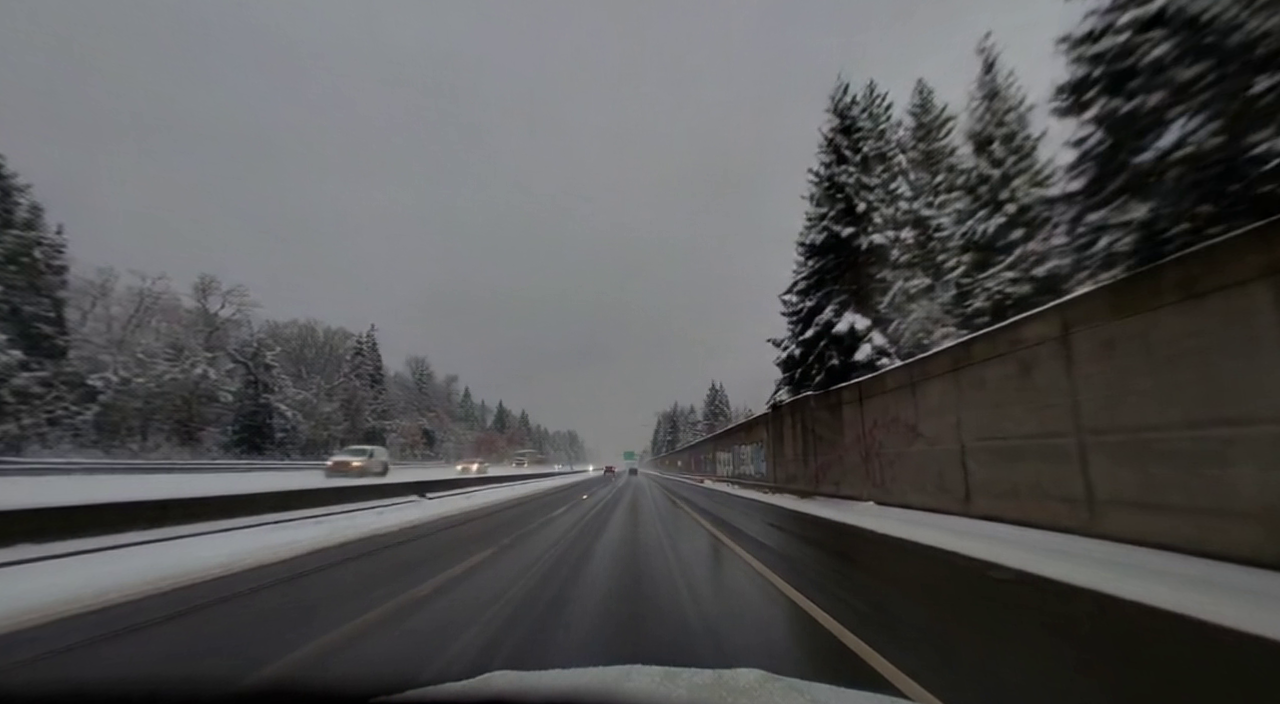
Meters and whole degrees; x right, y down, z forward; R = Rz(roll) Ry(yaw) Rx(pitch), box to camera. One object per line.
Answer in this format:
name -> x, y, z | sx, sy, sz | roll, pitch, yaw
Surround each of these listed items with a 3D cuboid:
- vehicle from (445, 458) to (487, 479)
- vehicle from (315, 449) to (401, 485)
vehicle -> -13.557, 9.149, 49.400 | 2.015, 1.496, 4.666 | 1, -11, 0
vehicle -> -14.075, 5.801, 31.801 | 2.067, 1.613, 4.843 | 1, -11, 0
